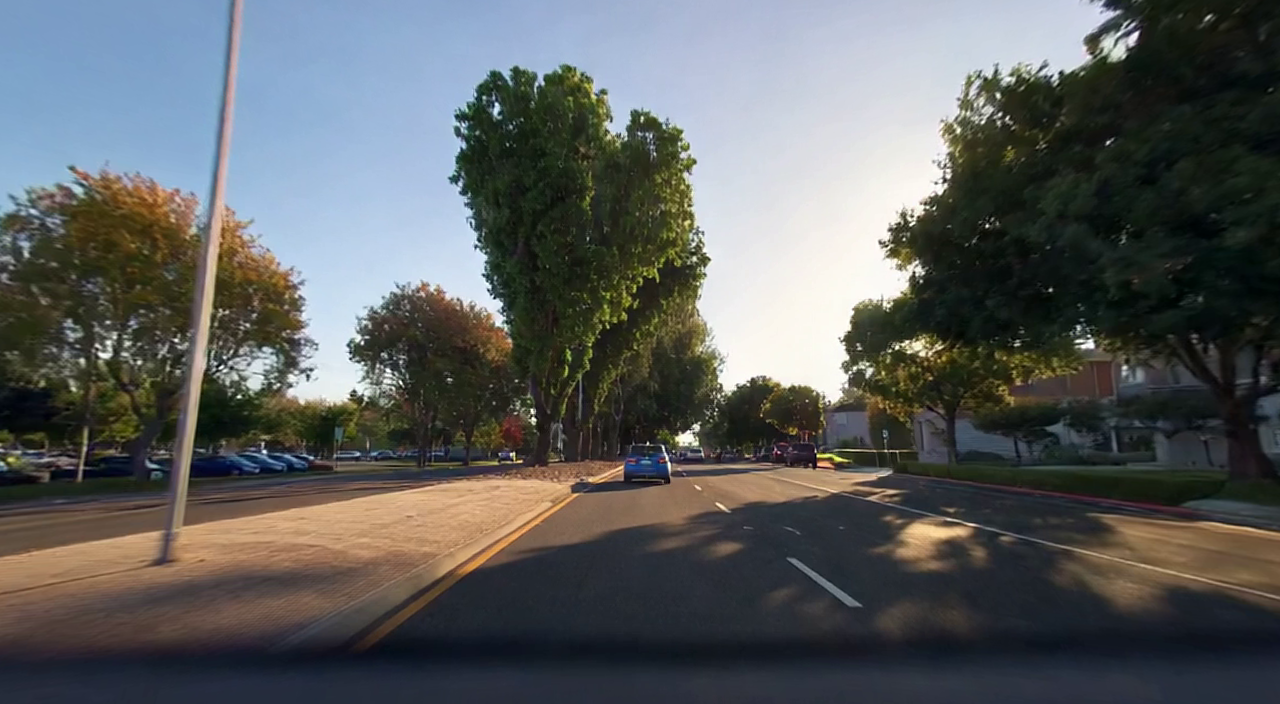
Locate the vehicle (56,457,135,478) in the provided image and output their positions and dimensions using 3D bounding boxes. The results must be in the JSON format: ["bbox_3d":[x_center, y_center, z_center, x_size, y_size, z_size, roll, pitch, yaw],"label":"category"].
[{"bbox_3d":[-41.767,8.828,48.559,4.109,1.496,1.929,1,-9,-9],"label":"vehicle"}]

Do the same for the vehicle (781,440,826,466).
[{"bbox_3d":[12.306,7.667,48.009,2.139,1.849,5.246,0,-8,2],"label":"vehicle"}]

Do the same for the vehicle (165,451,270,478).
[{"bbox_3d":[-23.792,6.349,35.719,4.490,1.407,1.864,1,-8,-5],"label":"vehicle"}]

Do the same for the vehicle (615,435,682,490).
[{"bbox_3d":[0.301,3.750,21.796,2.085,1.693,4.301,0,-8,1],"label":"vehicle"}]
